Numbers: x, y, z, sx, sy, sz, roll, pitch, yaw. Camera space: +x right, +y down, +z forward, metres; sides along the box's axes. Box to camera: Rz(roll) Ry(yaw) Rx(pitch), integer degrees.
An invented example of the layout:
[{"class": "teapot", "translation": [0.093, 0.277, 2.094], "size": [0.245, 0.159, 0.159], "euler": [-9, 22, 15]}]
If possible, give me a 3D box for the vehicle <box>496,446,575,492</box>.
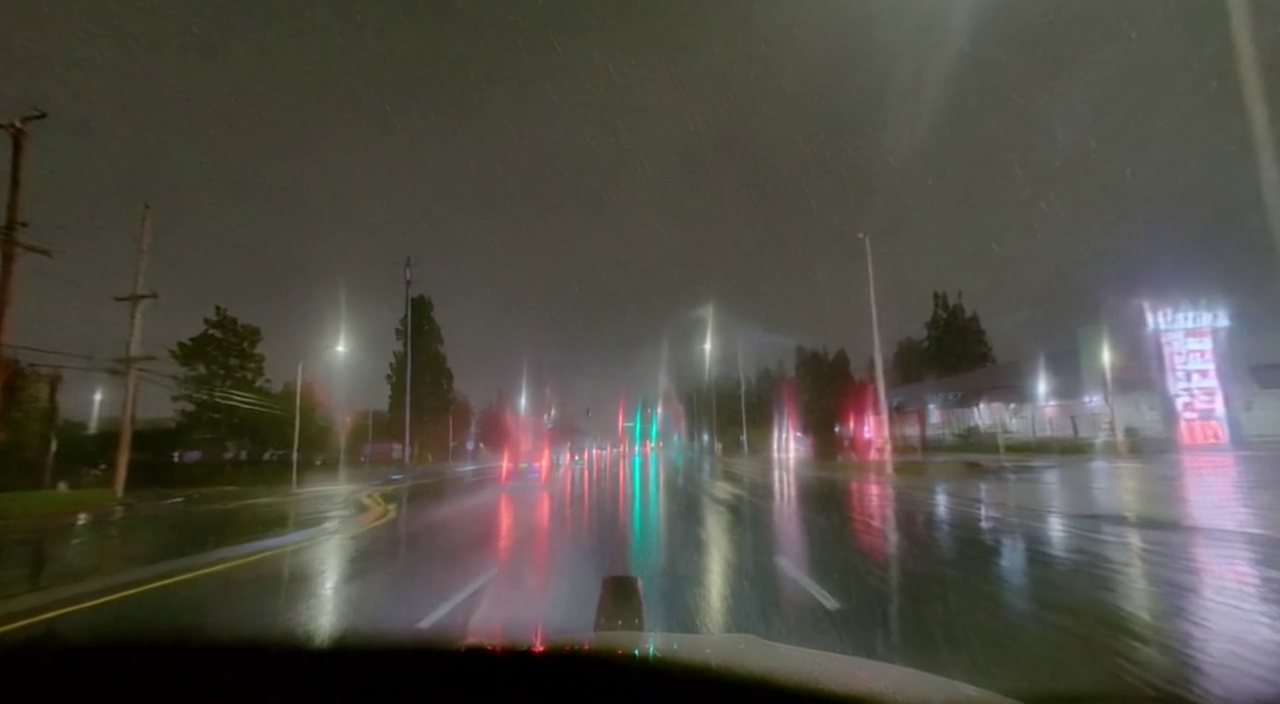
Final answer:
[{"class": "vehicle", "translation": [-3.593, 4.104, 22.567], "size": [2.076, 1.444, 4.328], "euler": [-1, -8, 0]}]
